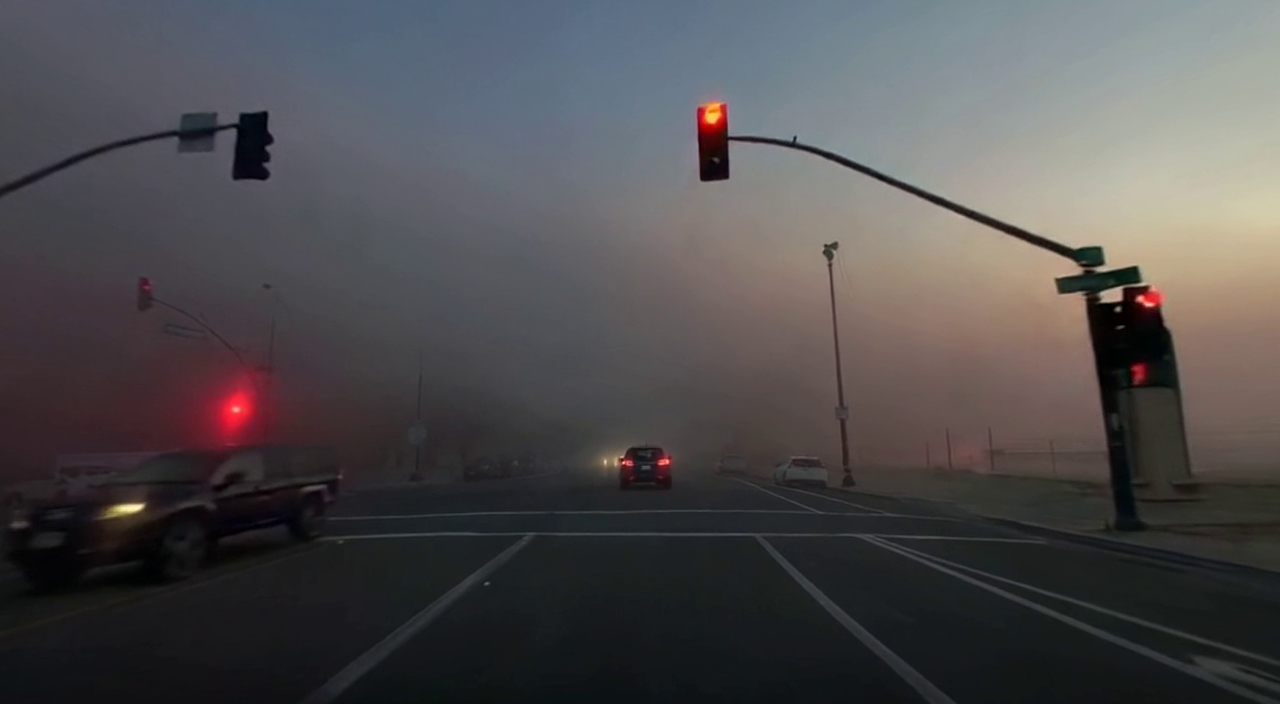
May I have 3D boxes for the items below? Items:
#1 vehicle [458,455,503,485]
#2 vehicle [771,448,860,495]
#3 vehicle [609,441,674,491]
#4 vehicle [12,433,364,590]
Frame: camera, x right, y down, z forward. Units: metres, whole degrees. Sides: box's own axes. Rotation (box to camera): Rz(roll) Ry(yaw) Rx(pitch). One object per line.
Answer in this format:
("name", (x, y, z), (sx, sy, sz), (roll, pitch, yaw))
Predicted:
("vehicle", (-10.776, 7.958, 42.920), (1.887, 1.576, 4.530), (-4, -6, -1))
("vehicle", (6.046, 4.146, 22.340), (1.859, 1.470, 4.476), (0, -8, 0))
("vehicle", (0.047, 3.982, 22.404), (2.086, 1.575, 4.205), (0, -8, 0))
("vehicle", (-5.872, 2.054, 9.061), (1.918, 1.679, 4.209), (0, -8, 0))
